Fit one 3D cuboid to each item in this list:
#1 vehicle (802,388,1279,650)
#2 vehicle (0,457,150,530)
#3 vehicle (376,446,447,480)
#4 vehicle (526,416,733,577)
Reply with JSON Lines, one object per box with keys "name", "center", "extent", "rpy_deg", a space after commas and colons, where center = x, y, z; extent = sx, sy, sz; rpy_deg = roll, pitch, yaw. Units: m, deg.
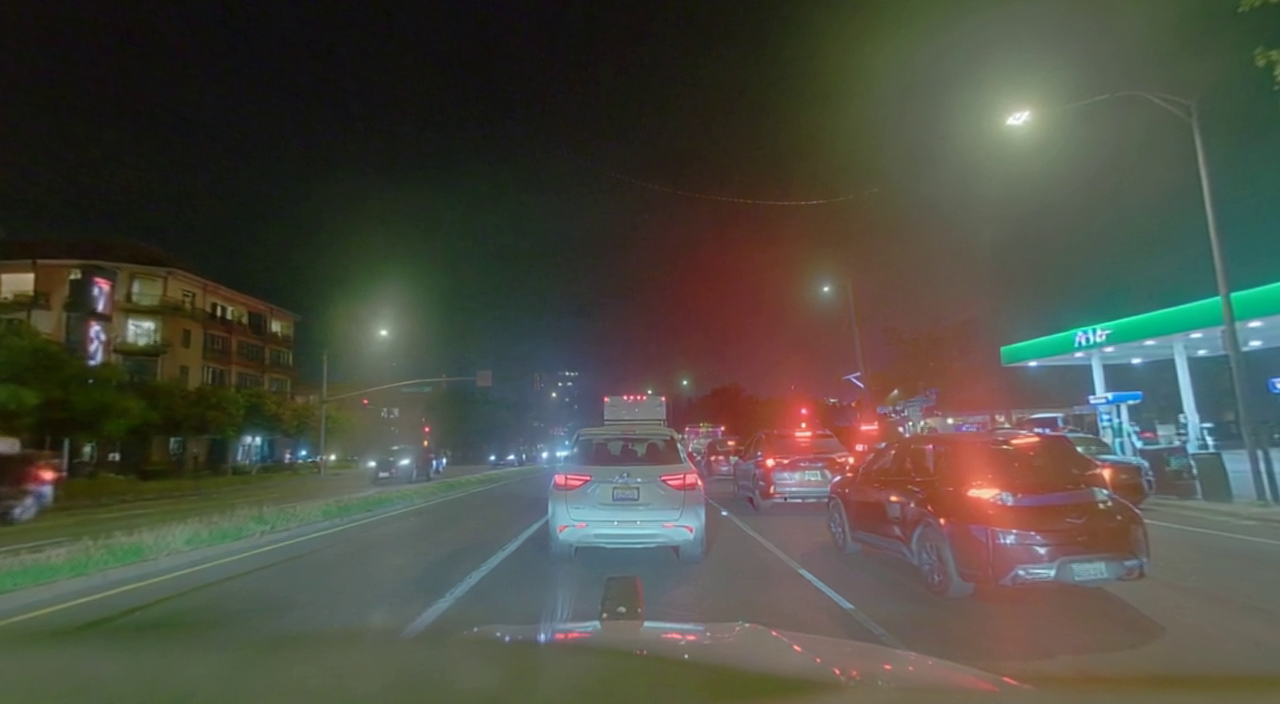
{"name": "vehicle", "center": [3.365, 1.422, 6.439], "extent": [2.056, 1.700, 4.399], "rpy_deg": [0, -9, -3]}
{"name": "vehicle", "center": [-14.681, 3.335, 15.299], "extent": [2.011, 1.465, 4.528], "rpy_deg": [0, -9, 0]}
{"name": "vehicle", "center": [-11.402, 5.547, 31.863], "extent": [1.955, 1.546, 4.232], "rpy_deg": [0, -9, 1]}
{"name": "vehicle", "center": [-0.151, 1.761, 8.387], "extent": [2.106, 1.613, 3.697], "rpy_deg": [0, -9, -1]}
